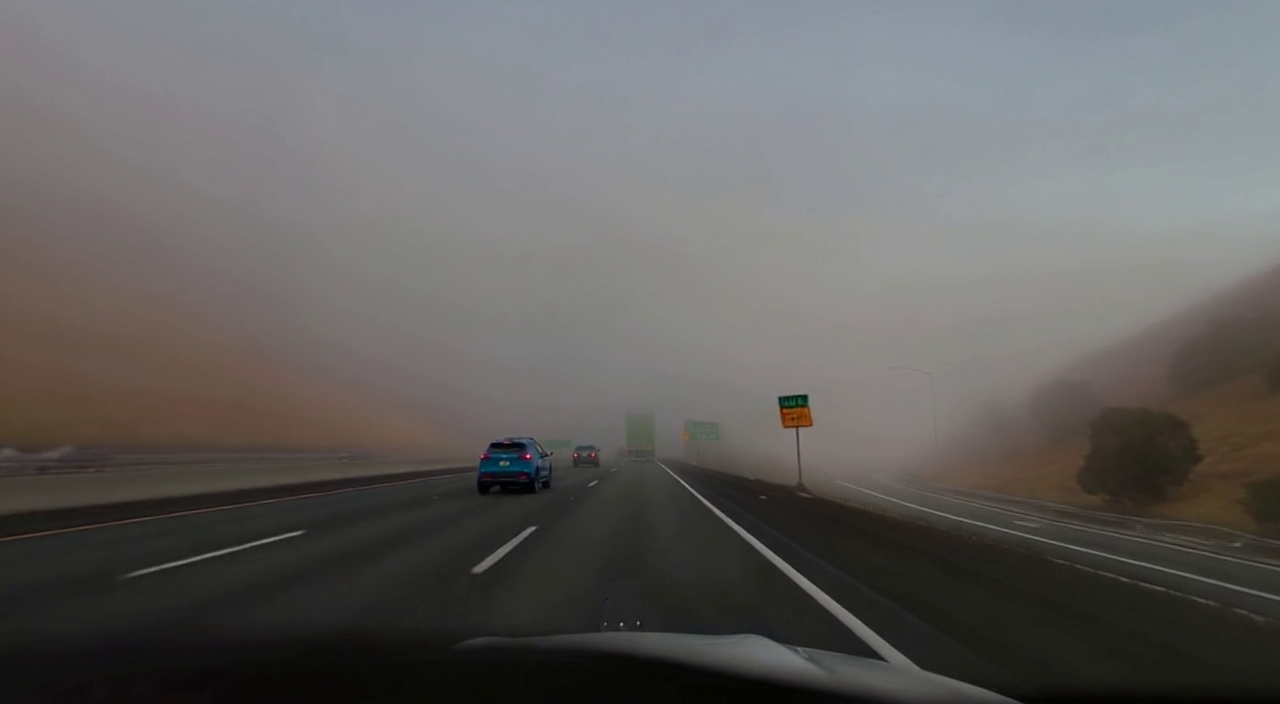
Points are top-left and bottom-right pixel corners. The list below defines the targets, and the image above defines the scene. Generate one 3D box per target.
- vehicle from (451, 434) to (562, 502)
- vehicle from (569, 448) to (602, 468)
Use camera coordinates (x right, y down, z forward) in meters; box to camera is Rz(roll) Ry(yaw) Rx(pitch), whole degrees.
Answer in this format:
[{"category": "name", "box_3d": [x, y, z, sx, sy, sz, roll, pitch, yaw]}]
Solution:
[{"category": "vehicle", "box_3d": [-3.759, 3.377, 18.735, 2.194, 1.725, 4.698, 0, -9, 1]}, {"category": "vehicle", "box_3d": [-4.184, 8.214, 49.105, 2.101, 1.476, 4.471, 0, -9, 0]}]
